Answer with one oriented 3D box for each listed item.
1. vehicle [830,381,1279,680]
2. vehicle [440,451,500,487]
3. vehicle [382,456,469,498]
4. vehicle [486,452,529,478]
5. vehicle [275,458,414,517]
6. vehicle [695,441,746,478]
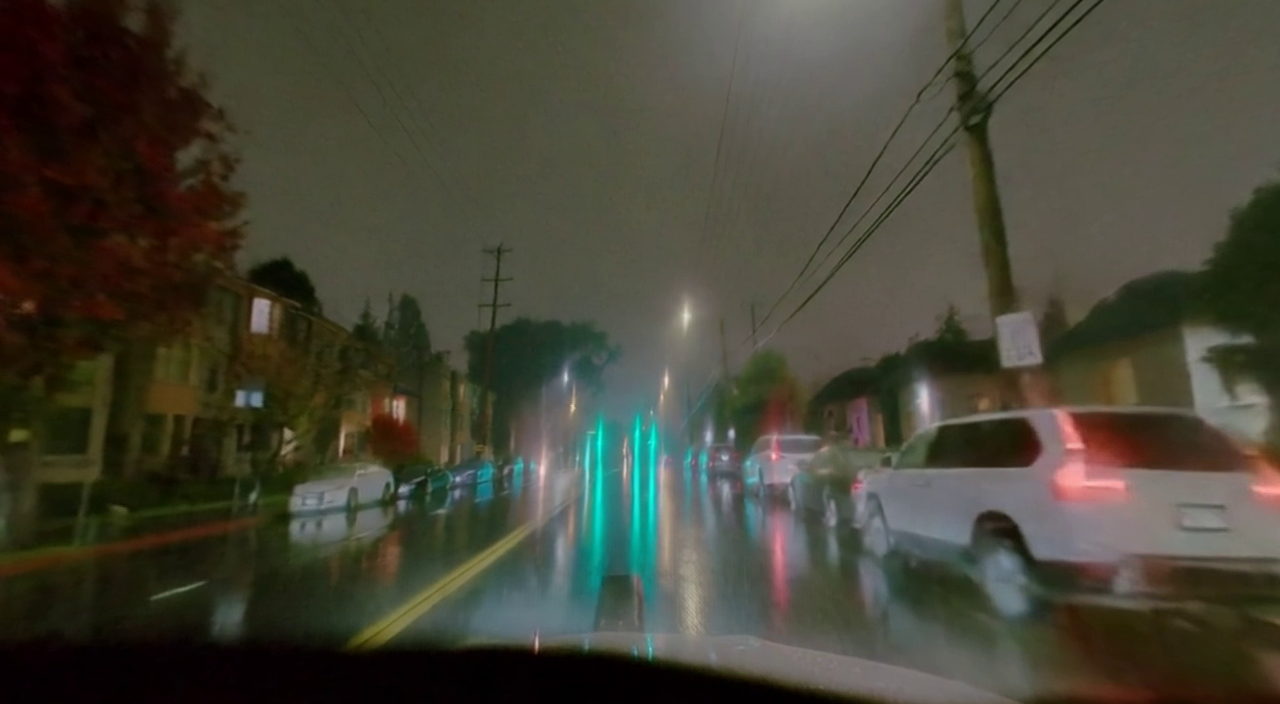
[{"bbox_3d":[3.775,1.414,6.240,2.225,1.759,4.817,0,-9,-1],"label":"vehicle"},{"bbox_3d":[-9.016,6.224,33.792,2.051,1.657,4.322,-3,-10,0],"label":"vehicle"},{"bbox_3d":[-8.896,5.203,26.698,1.948,1.508,4.656,-1,-9,1],"label":"vehicle"},{"bbox_3d":[-8.943,7.681,42.876,1.884,1.526,4.061,-5,-10,2],"label":"vehicle"},{"bbox_3d":[-9.070,4.178,19.974,2.208,1.508,4.590,0,-9,0],"label":"vehicle"},{"bbox_3d":[4.028,5.477,32.407,2.155,1.747,4.311,-1,-9,2],"label":"vehicle"}]
